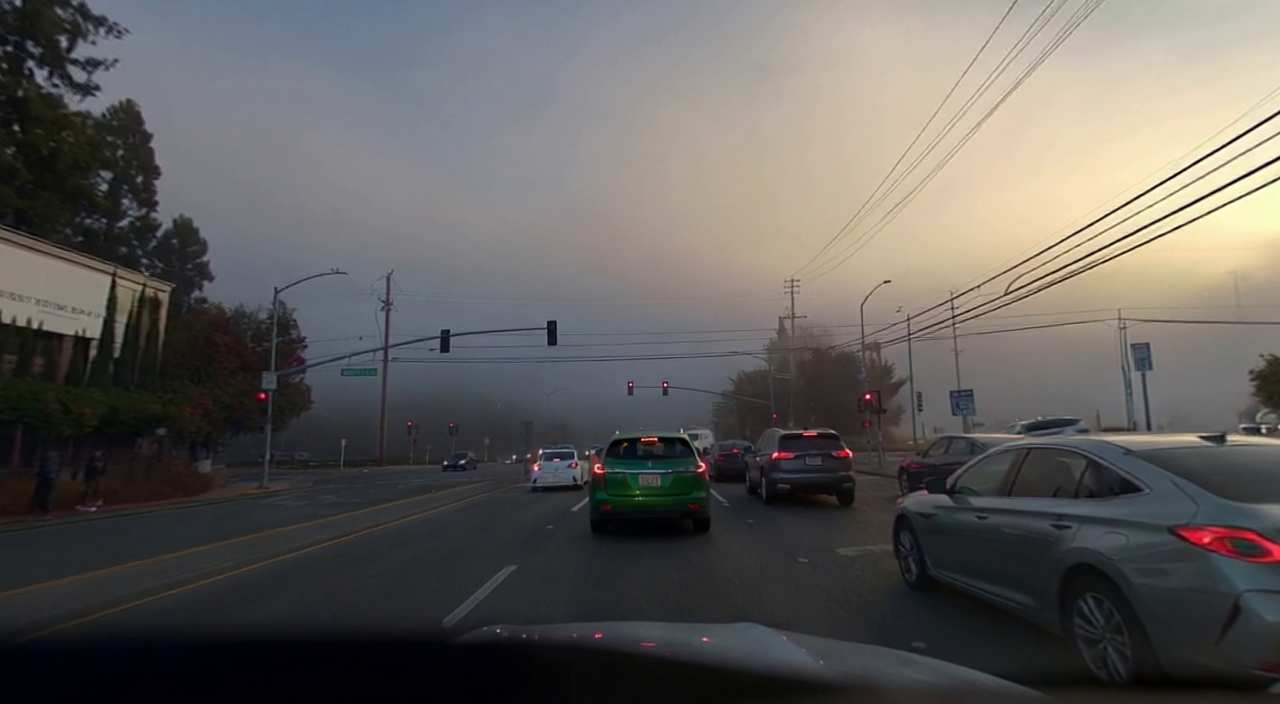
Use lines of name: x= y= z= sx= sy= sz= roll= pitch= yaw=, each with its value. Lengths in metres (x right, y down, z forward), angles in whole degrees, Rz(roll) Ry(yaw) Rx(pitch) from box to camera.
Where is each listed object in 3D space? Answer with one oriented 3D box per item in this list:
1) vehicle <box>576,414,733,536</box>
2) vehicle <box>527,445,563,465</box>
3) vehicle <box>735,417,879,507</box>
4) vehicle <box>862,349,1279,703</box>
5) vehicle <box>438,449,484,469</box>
vehicle: x=0.195 y=1.993 z=10.753 sx=2.149 sy=1.668 sz=3.962 roll=0 pitch=-9 yaw=0
vehicle: x=-7.225 y=7.851 z=48.450 sx=2.057 sy=1.461 sz=4.485 roll=0 pitch=-9 yaw=1
vehicle: x=3.703 y=2.564 z=15.070 sx=2.060 sy=1.789 sz=4.712 roll=0 pitch=-9 yaw=-1
vehicle: x=3.306 y=1.101 z=4.365 sx=1.998 sy=1.620 sz=4.267 roll=0 pitch=-9 yaw=1
vehicle: x=-13.534 y=8.092 z=48.010 sx=2.045 sy=1.453 sz=4.624 roll=0 pitch=-9 yaw=1
